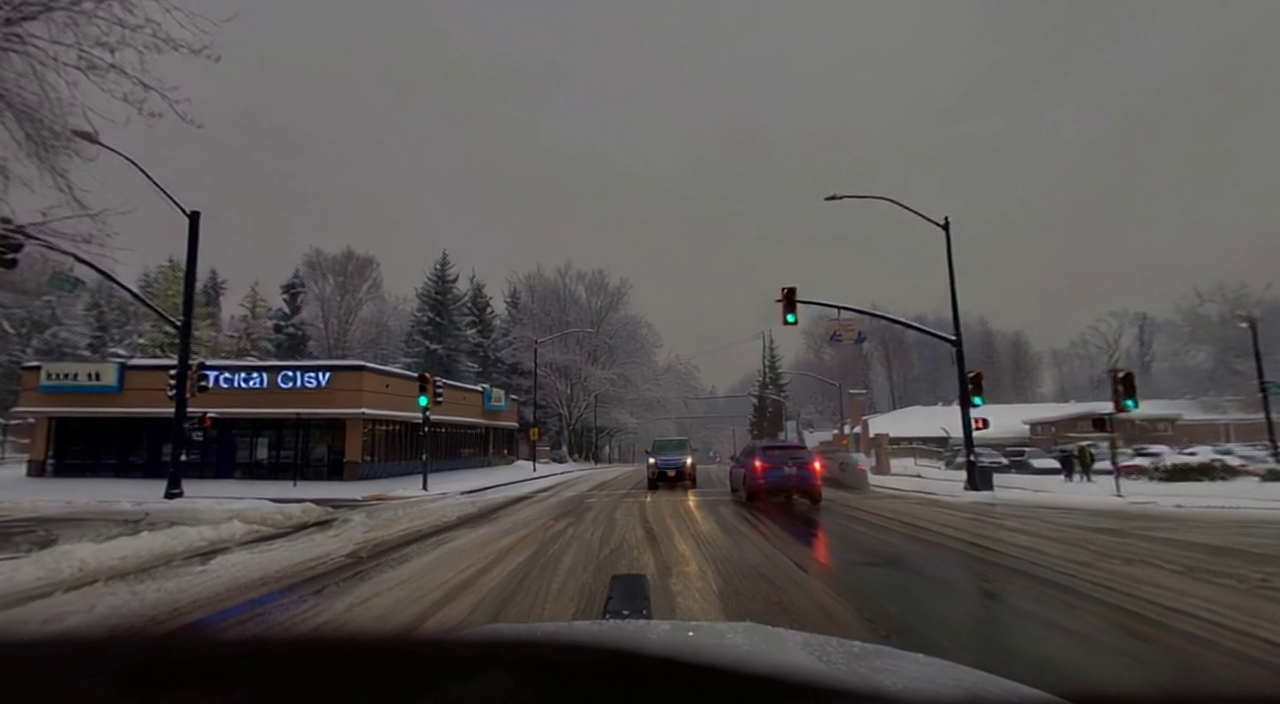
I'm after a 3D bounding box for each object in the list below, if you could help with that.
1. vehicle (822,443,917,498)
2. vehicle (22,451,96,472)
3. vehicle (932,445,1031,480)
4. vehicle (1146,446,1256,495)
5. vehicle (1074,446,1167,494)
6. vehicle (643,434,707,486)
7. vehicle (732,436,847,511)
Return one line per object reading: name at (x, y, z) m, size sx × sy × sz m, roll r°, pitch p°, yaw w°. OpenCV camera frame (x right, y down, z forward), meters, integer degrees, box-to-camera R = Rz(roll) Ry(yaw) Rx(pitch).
vehicle at (7.673, 3.944, 21.495) m, size 1.792 × 1.682 × 4.089 m, roll 0°, pitch -8°, yaw 2°
vehicle at (-40.504, 7.621, 43.994) m, size 3.391 × 1.379 × 1.562 m, roll 3°, pitch -9°, yaw -24°
vehicle at (17.130, 5.523, 31.867) m, size 1.924 × 1.579 × 4.084 m, roll 3°, pitch -8°, yaw -18°
vehicle at (19.848, 4.151, 22.489) m, size 1.791 × 1.520 × 3.649 m, roll -4°, pitch -9°, yaw 24°
vehicle at (17.484, 4.258, 23.143) m, size 1.875 × 1.543 × 3.853 m, roll -4°, pitch -9°, yaw 26°
vehicle at (1.364, 4.455, 26.479) m, size 2.390 × 1.948 × 5.344 m, roll 0°, pitch -8°, yaw 1°
vehicle at (3.841, 3.181, 17.105) m, size 2.048 × 1.725 × 4.754 m, roll 0°, pitch -8°, yaw 1°
